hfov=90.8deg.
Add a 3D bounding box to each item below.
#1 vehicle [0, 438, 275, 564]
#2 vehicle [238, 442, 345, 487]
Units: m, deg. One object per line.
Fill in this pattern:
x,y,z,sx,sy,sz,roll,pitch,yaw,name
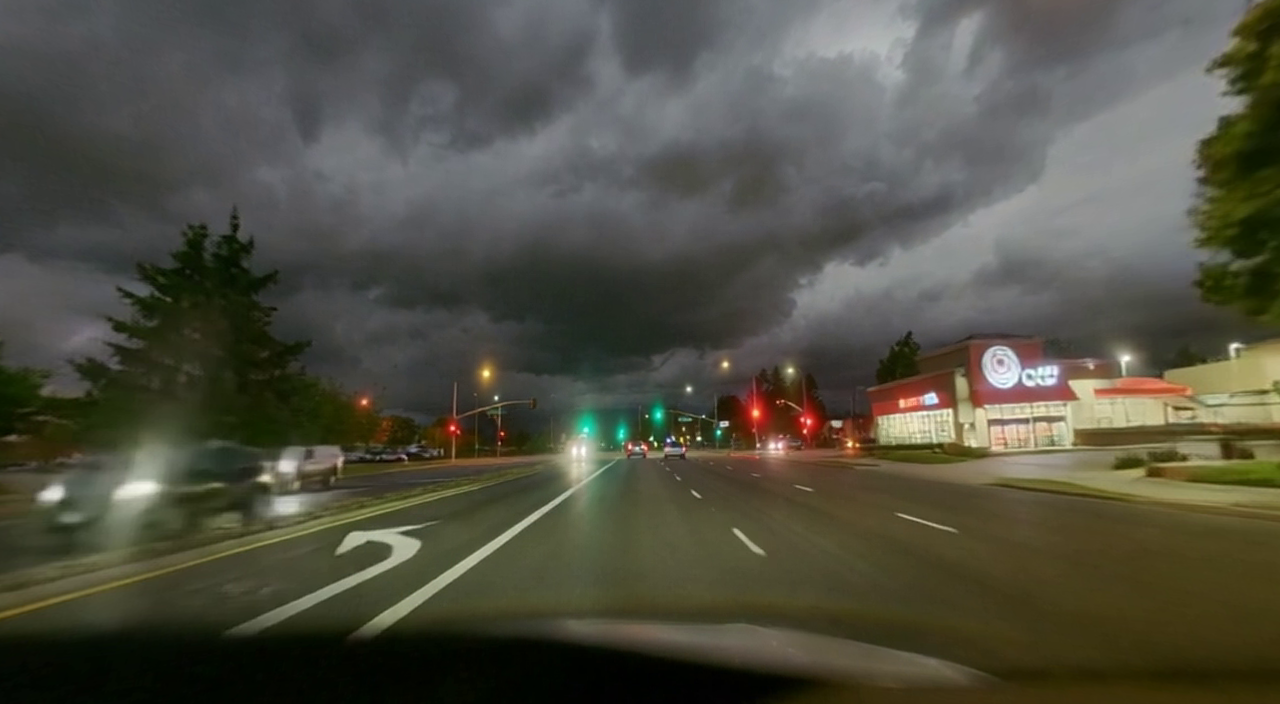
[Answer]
-8.256,2.177,10.170,1.958,1.534,4.598,0,-8,0,vehicle
-14.766,4.763,27.118,1.967,1.756,4.471,0,-8,0,vehicle
